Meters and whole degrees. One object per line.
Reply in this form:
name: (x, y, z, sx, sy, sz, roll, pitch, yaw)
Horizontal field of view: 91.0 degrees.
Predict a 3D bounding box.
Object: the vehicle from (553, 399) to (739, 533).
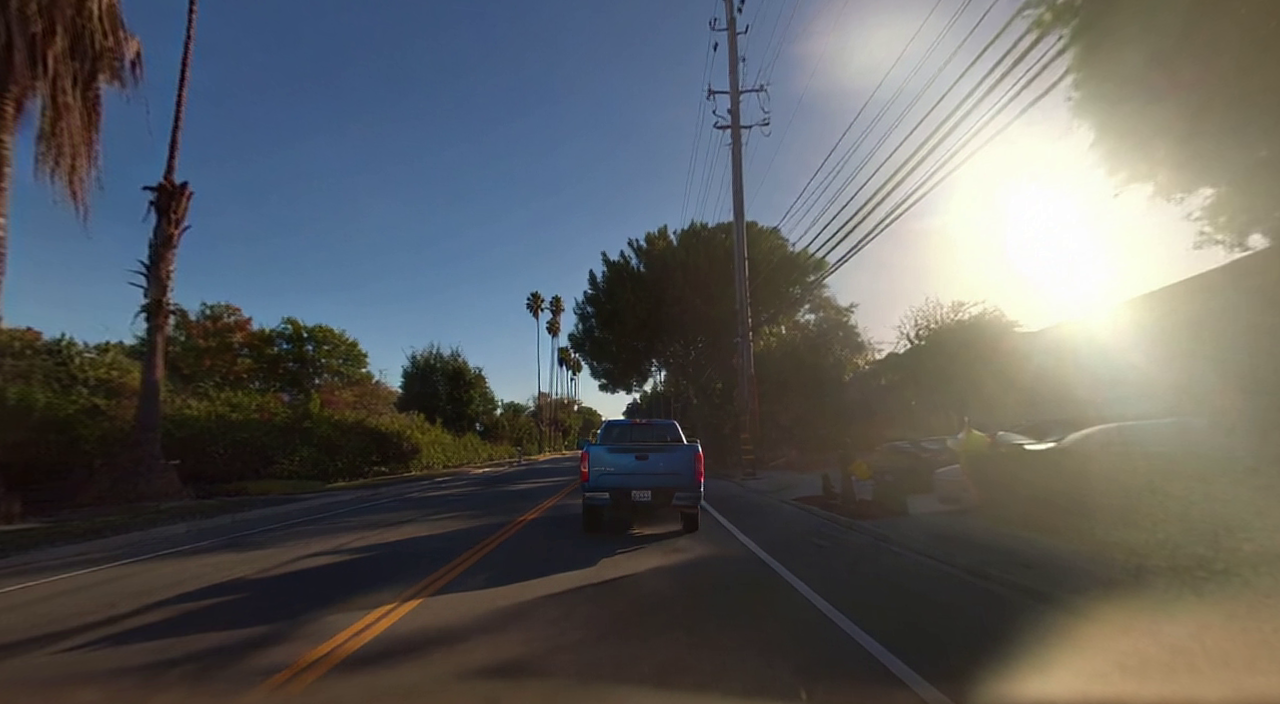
vehicle: (0.048, 2.152, 12.505, 2.803, 2.005, 5.885, 0, -8, -1)
